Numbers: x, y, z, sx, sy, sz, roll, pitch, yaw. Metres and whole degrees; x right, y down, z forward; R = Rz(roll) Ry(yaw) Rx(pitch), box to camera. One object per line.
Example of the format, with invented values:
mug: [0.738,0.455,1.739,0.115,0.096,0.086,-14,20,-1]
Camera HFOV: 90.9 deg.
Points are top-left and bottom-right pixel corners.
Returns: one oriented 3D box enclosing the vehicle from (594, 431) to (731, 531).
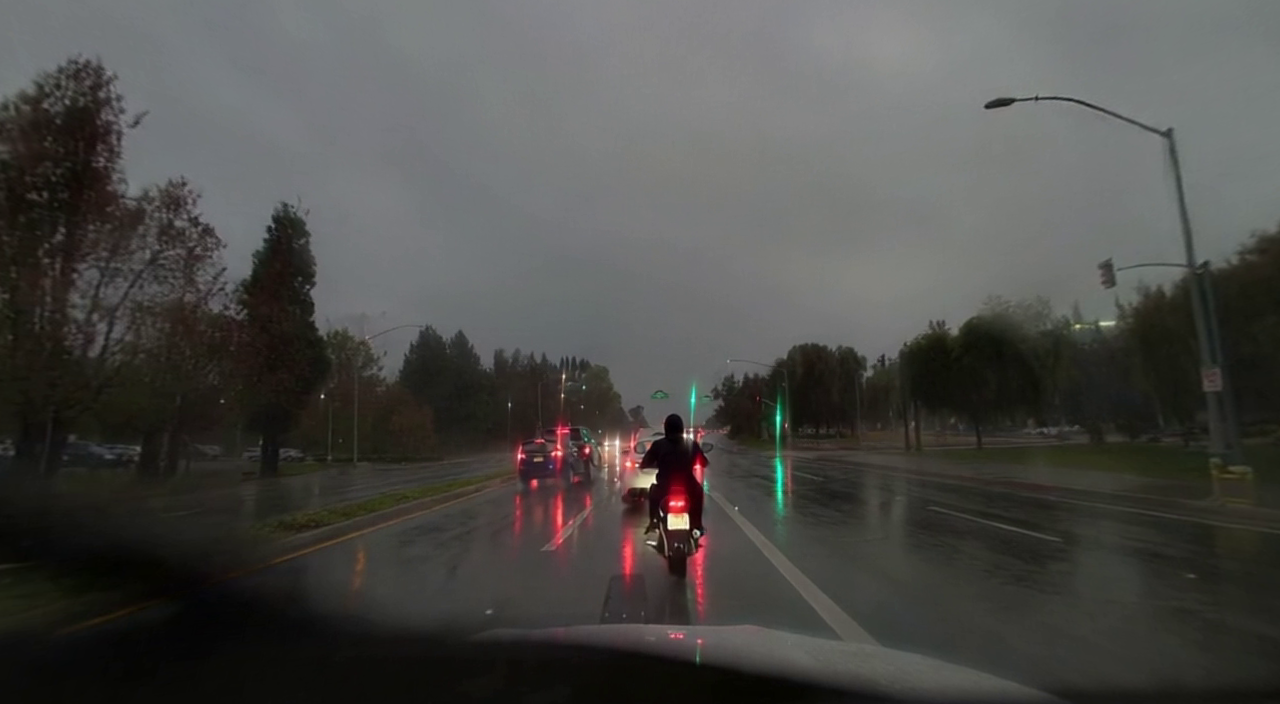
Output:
vehicle: [0.405,2.237,11.611,2.009,1.450,4.608,-1,-8,2]

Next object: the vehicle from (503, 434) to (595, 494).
vehicle: [-2.487,3.169,18.208,1.979,1.499,3.840,-1,-8,2]
